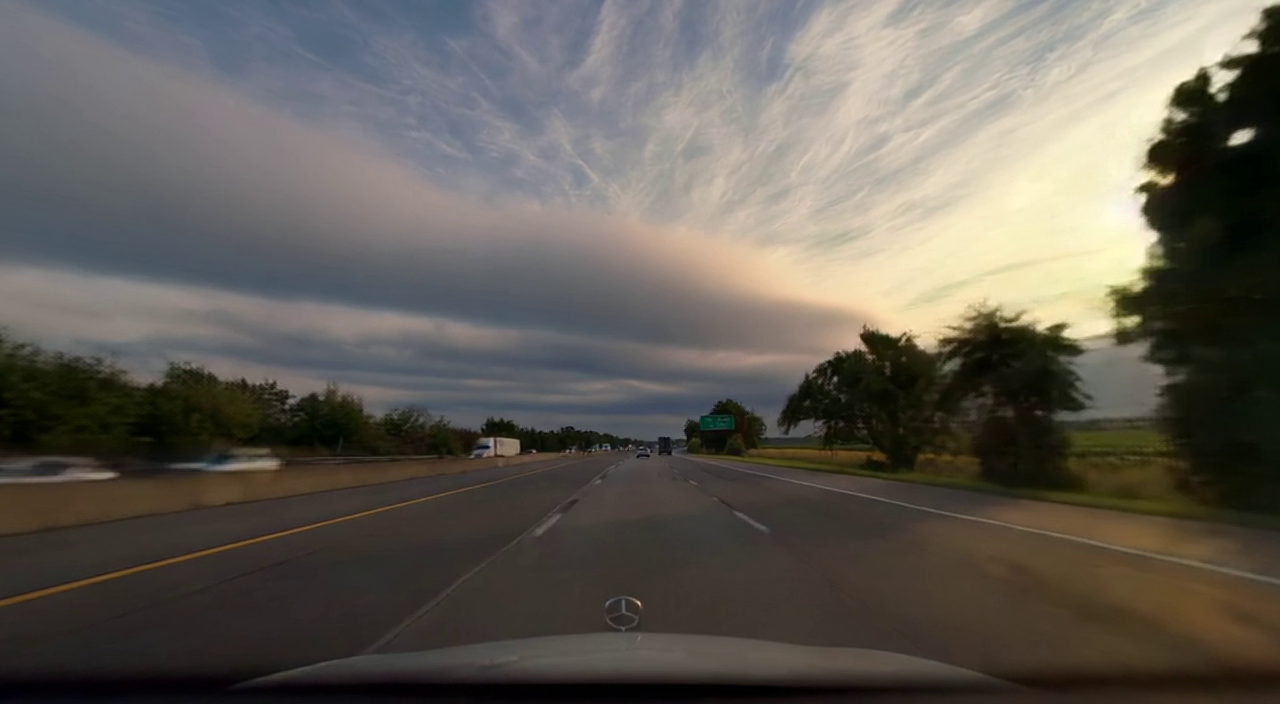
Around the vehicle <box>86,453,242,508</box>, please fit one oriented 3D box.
[{"bbox_3d":[-15.670,4.213,21.057,1.828,1.570,4.326,0,-9,-1],"label":"vehicle"}]
